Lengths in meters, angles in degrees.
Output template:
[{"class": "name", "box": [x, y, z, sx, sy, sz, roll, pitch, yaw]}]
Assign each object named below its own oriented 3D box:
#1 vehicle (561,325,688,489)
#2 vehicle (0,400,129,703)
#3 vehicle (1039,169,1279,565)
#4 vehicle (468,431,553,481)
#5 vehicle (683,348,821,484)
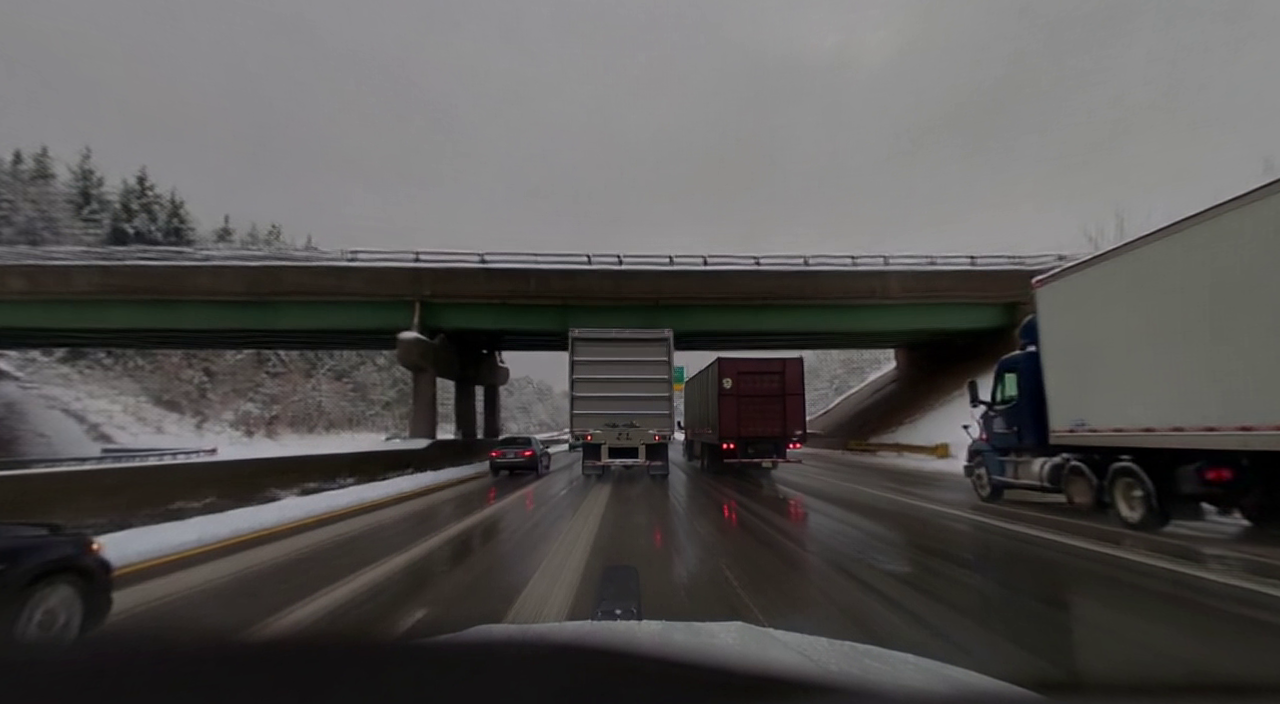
[{"class": "vehicle", "box": [-0.581, 2.057, 20.925, 3.090, 4.065, 10.702, 0, -8, -2]}, {"class": "vehicle", "box": [-3.511, 0.688, 0.770, 1.894, 1.460, 4.662, 0, -8, 0]}, {"class": "vehicle", "box": [8.242, -0.229, 3.776, 3.000, 4.114, 13.063, 0, -8, -1]}, {"class": "vehicle", "box": [-4.193, 3.425, 21.085, 2.049, 1.483, 3.786, 0, -8, 0]}, {"class": "vehicle", "box": [3.584, 2.585, 23.825, 2.817, 3.886, 11.491, 0, -8, -2]}]
